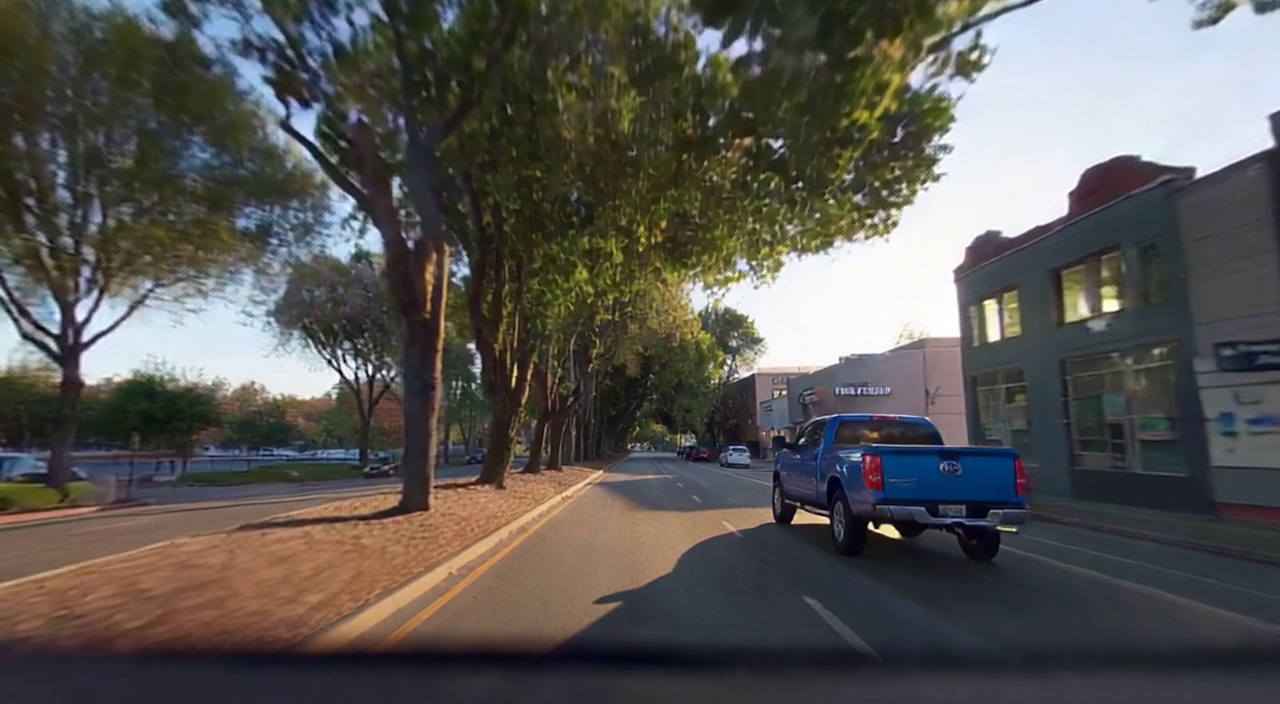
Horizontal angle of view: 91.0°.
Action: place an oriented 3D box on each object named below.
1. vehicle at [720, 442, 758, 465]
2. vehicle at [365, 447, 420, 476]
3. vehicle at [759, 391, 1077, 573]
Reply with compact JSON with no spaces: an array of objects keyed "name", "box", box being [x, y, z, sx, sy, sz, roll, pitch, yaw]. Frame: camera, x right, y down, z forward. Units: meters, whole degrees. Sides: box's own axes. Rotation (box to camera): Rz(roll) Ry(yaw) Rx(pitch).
[{"name":"vehicle","box":[7.270,7.468,46.516,1.863,1.588,4.670,0,-8,-3]},{"name":"vehicle","box":[-16.048,7.122,41.071,1.913,1.734,4.357,0,-8,-2]},{"name":"vehicle","box":[3.325,1.707,9.124,2.085,1.828,5.383,0,-8,-1]}]
